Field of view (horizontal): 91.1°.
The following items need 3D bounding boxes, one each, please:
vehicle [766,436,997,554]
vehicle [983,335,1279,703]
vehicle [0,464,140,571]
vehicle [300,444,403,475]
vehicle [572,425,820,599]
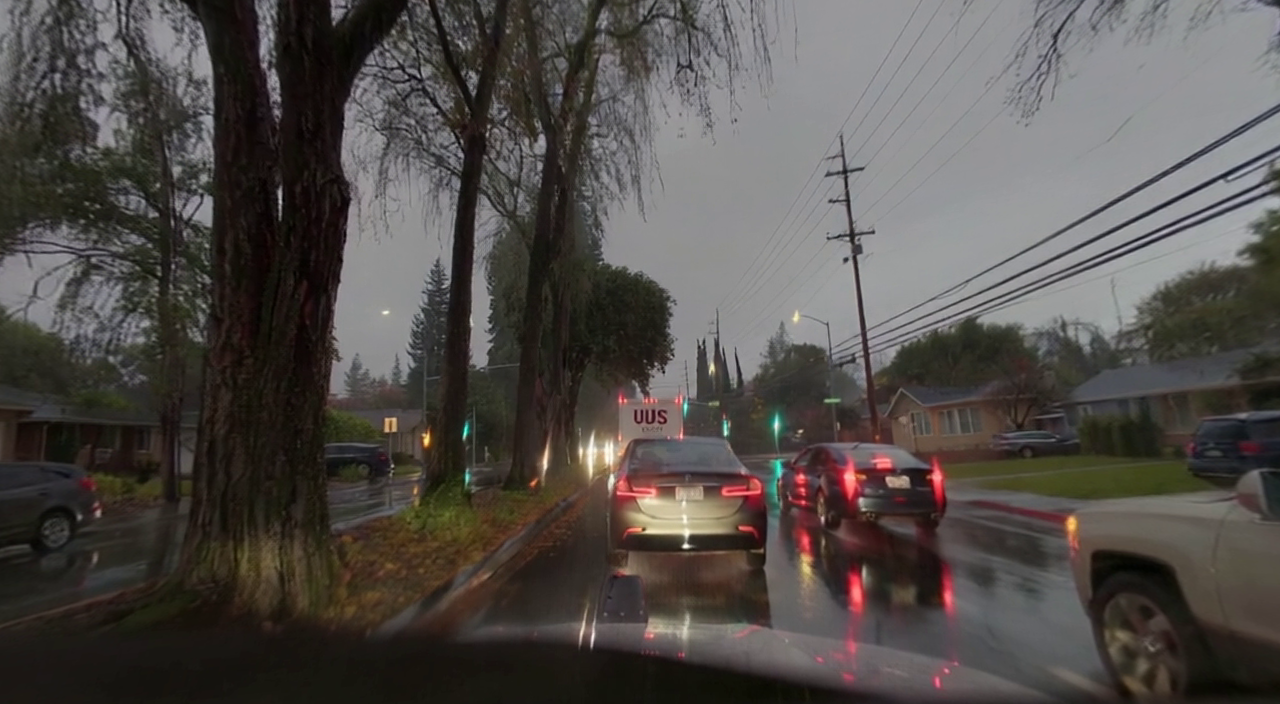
[{"bbox_3d":[3.519,2.152,10.275,1.993,1.479,4.487,0,-8,0],"label":"vehicle"},{"bbox_3d":[3.317,0.735,1.752,2.069,1.722,4.888,0,-8,2],"label":"vehicle"},{"bbox_3d":[-10.343,2.479,9.289,1.925,1.482,4.753,0,-8,1],"label":"vehicle"},{"bbox_3d":[-17.433,6.494,38.110,5.274,1.793,1.921,0,-8,2],"label":"vehicle"},{"bbox_3d":[0.483,1.727,7.741,2.158,1.499,4.377,0,-8,0],"label":"vehicle"}]
